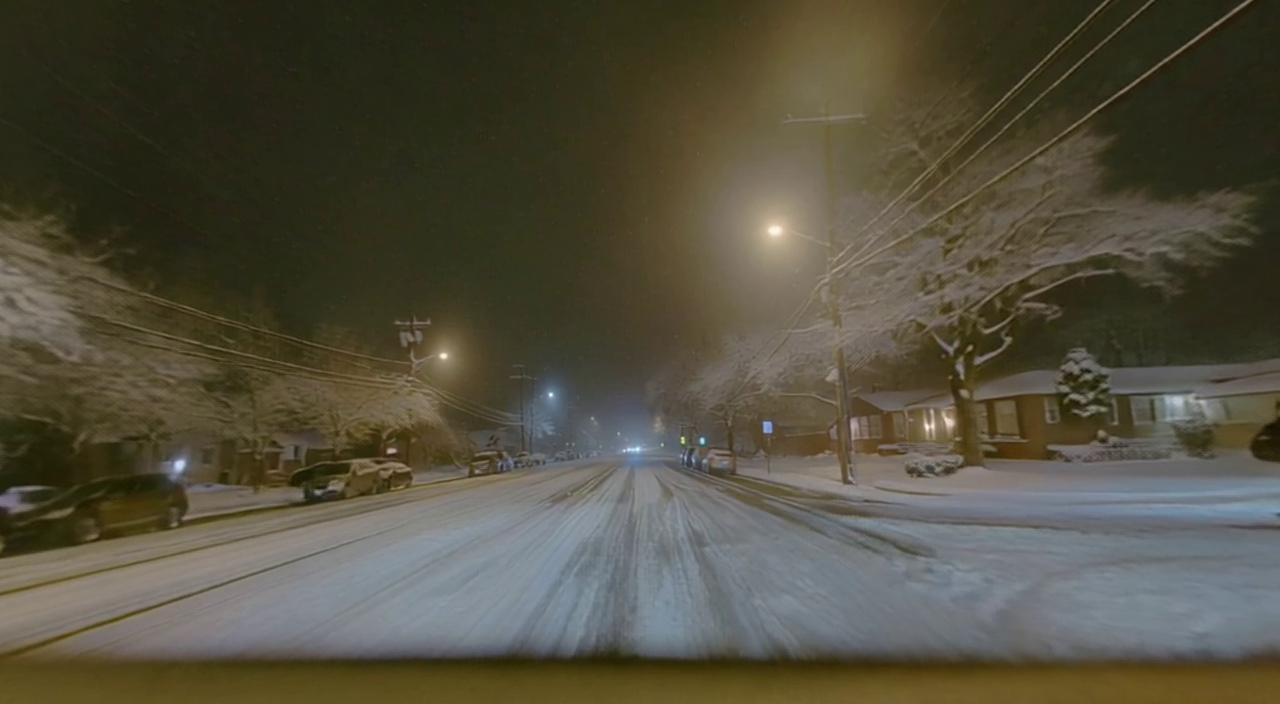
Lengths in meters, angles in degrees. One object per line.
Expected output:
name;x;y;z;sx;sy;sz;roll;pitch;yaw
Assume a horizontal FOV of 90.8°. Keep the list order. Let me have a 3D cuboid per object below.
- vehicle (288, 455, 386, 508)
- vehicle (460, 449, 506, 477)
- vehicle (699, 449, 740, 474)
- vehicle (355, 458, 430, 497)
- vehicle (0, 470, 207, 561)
vehicle;-12.588;5.347;26.538;1.988;1.741;4.379;-6;-9;-1
vehicle;-12.146;8.652;49.238;2.156;1.935;5.464;-3;-10;0
vehicle;5.041;6.973;40.566;1.923;1.454;4.460;0;-9;-2
vehicle;-12.165;6.175;31.375;1.872;1.472;4.719;-7;-9;-1
vehicle;-12.382;3.620;14.478;1.795;1.472;4.601;-6;-9;-2
